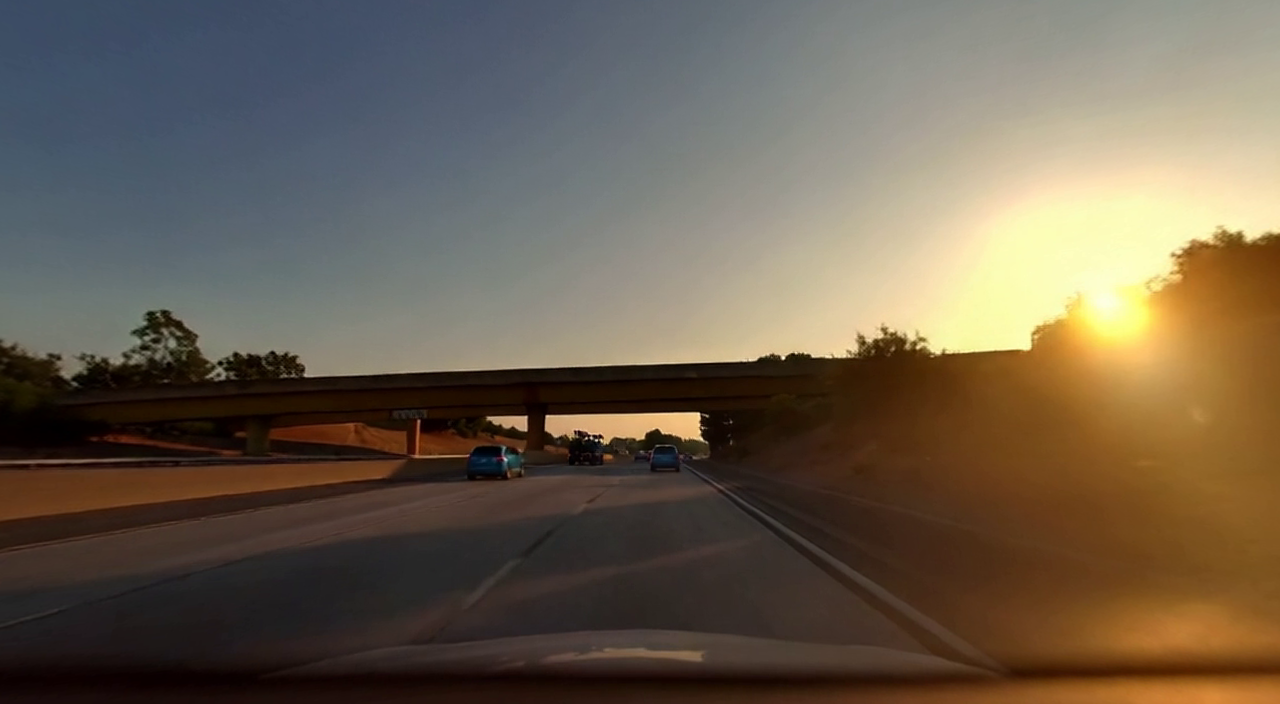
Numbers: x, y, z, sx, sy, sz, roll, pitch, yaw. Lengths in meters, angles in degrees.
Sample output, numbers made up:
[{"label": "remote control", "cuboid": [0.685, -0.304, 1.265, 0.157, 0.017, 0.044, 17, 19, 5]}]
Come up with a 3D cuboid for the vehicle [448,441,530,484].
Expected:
[{"label": "vehicle", "cuboid": [-6.242, 4.602, 26.746, 2.115, 1.644, 4.513, 0, -8, 3]}]

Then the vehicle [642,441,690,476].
[{"label": "vehicle", "cuboid": [1.381, 5.608, 33.445, 2.336, 1.722, 4.212, 0, -8, 3]}]
